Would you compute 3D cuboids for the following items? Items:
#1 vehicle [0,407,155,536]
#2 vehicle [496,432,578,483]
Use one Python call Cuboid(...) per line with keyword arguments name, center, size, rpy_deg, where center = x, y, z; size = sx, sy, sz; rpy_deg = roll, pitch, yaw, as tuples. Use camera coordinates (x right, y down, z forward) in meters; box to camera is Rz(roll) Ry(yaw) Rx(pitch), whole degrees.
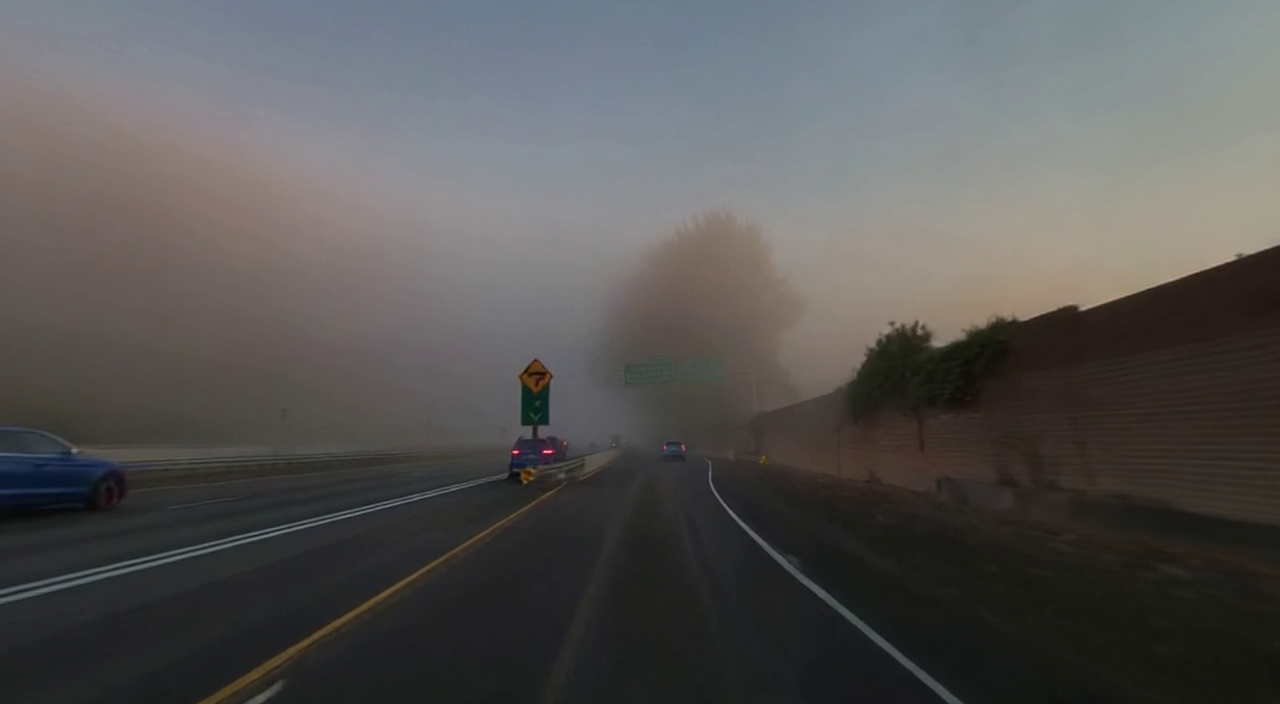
Cuboid(name="vehicle", center=(-9.146, 1.539, 8.108), size=(2.025, 1.618, 4.683), rpy_deg=(0, -9, 0))
Cuboid(name="vehicle", center=(-3.671, 3.884, 23.453), size=(2.151, 1.707, 4.759), rpy_deg=(0, -9, 1))
